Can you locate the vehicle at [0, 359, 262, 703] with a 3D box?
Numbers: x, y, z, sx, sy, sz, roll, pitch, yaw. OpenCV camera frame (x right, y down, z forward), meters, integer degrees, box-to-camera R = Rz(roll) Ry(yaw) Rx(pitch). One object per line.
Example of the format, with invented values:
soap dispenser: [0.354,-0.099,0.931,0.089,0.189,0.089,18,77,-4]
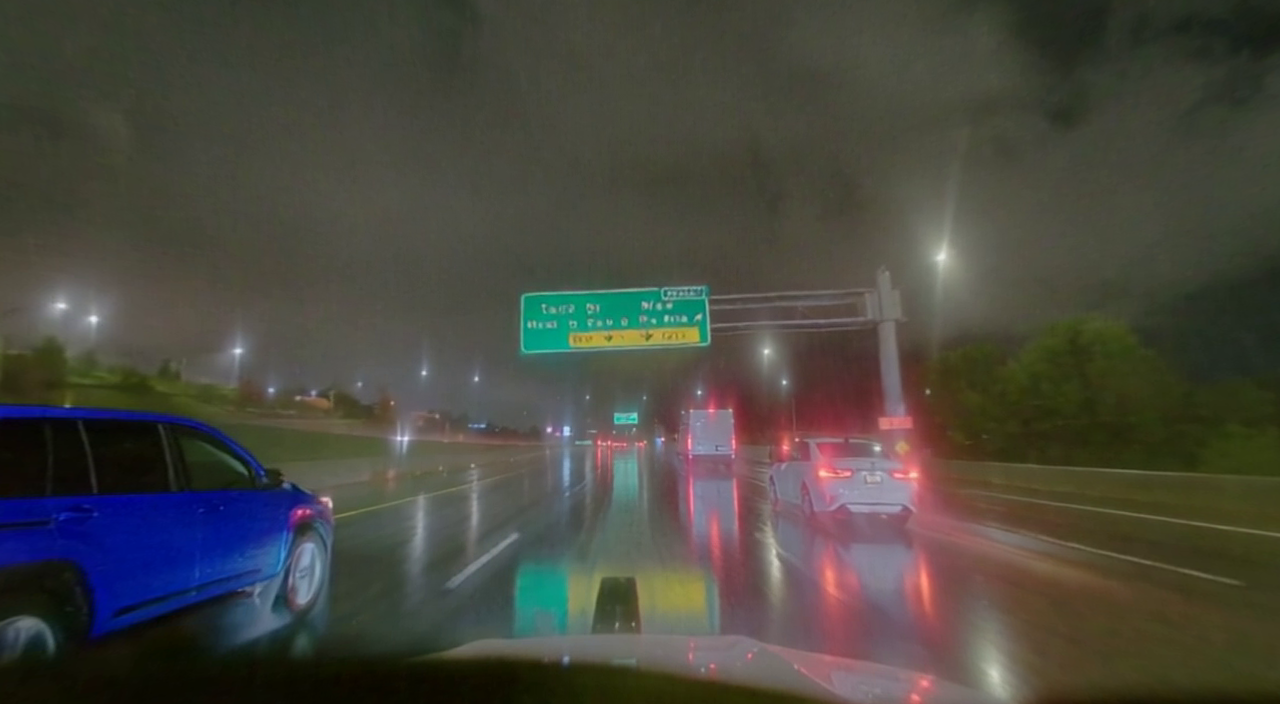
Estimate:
vehicle: [-3.959,0.839,2.760,2.000,1.646,4.201,0,-8,0]

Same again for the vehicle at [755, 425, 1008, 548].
vehicle: [3.478,2.054,10.459,2.108,1.509,5.059,0,-8,-1]

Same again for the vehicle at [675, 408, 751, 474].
vehicle: [3.239,4.195,29.674,2.629,2.718,6.740,0,-8,-1]
